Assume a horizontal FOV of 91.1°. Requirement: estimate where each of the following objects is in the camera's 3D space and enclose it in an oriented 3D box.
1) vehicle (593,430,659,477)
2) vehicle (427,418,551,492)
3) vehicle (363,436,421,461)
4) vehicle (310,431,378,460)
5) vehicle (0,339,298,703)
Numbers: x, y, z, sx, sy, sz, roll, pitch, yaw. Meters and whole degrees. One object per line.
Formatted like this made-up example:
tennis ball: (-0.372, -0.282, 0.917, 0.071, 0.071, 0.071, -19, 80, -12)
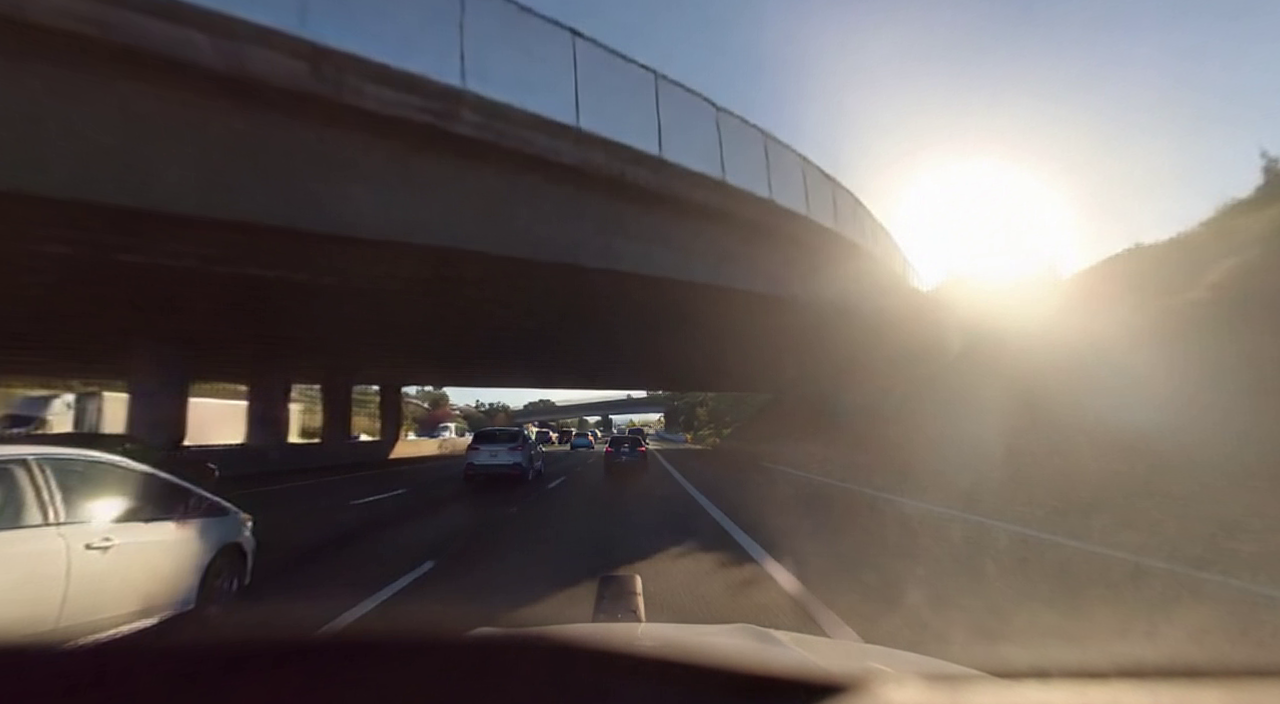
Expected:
vehicle: (-0.470, 3.431, 21.538, 2.070, 1.452, 3.834, 0, -8, -1)
vehicle: (-3.859, 2.722, 17.025, 2.154, 1.690, 4.595, 0, -8, 1)
vehicle: (-15.431, 6.008, 39.369, 1.892, 1.467, 4.376, 0, -8, -1)
vehicle: (-19.648, 6.202, 41.998, 2.196, 1.833, 4.749, 0, -8, 0)
vehicle: (-3.799, 0.825, 2.835, 2.107, 1.703, 4.274, 0, -8, 0)
